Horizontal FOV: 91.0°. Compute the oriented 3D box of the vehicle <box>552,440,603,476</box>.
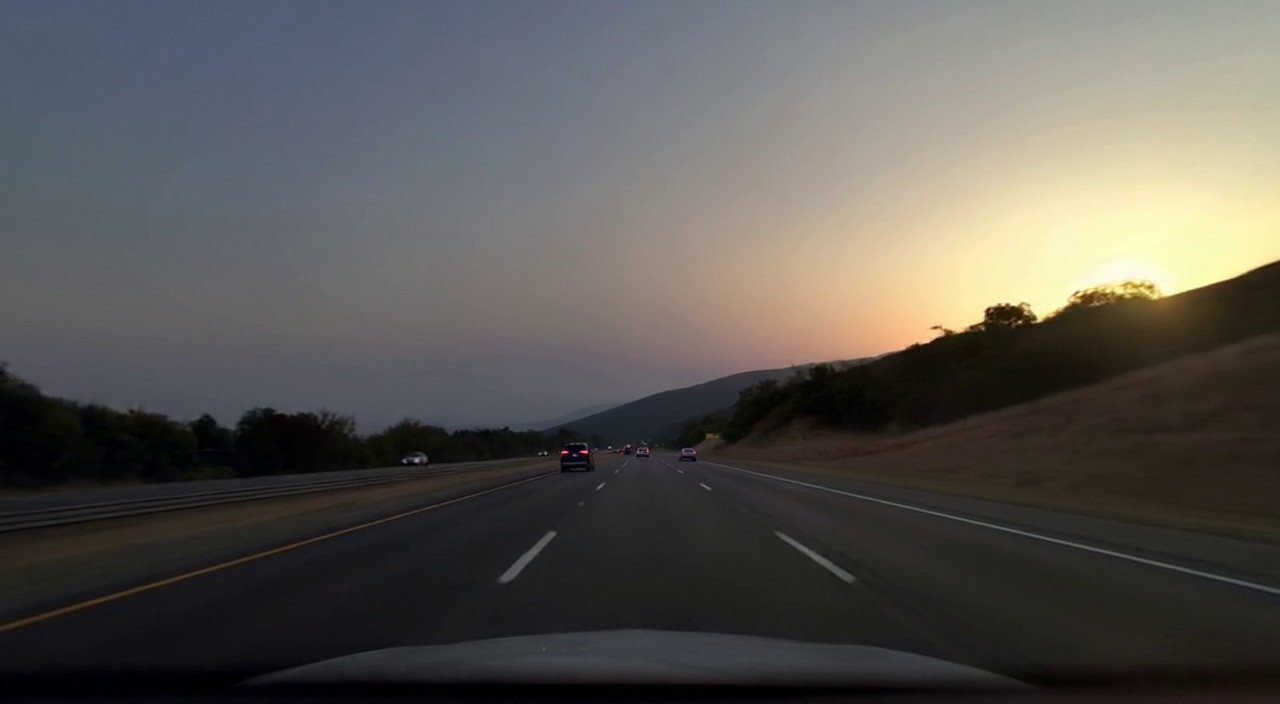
[{"bbox_3d":[-3.112,5.385,32.304,2.070,1.707,4.309,0,-9,1],"label":"vehicle"}]
